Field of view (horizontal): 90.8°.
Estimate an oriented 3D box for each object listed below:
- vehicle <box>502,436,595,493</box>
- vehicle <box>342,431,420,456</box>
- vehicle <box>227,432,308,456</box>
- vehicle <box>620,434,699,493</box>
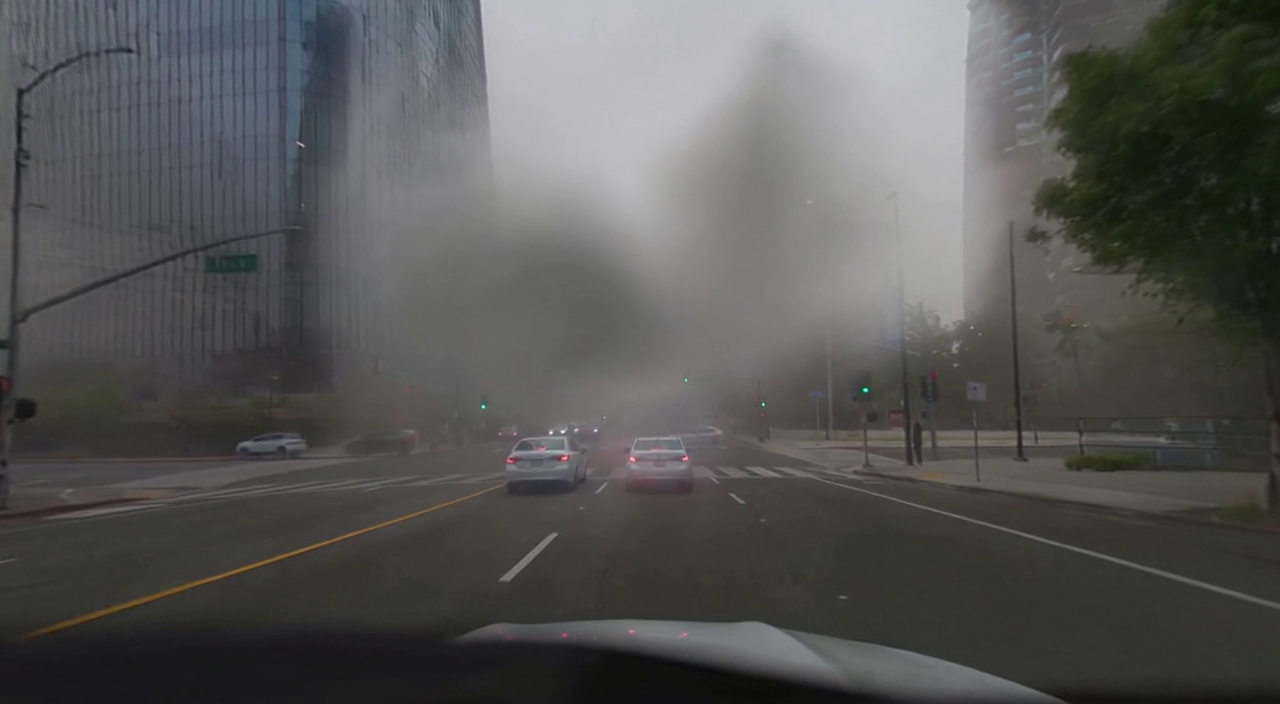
[{"bbox_3d":[-2.584,3.317,19.077,1.995,1.479,4.627,0,-8,2],"label":"vehicle"},{"bbox_3d":[-17.898,6.342,43.813,4.694,1.677,1.847,2,-9,-12],"label":"vehicle"},{"bbox_3d":[-26.688,6.602,45.426,4.410,1.656,2.302,2,-9,-12],"label":"vehicle"},{"bbox_3d":[0.515,3.132,18.011,2.016,1.478,3.795,0,-8,1],"label":"vehicle"}]
